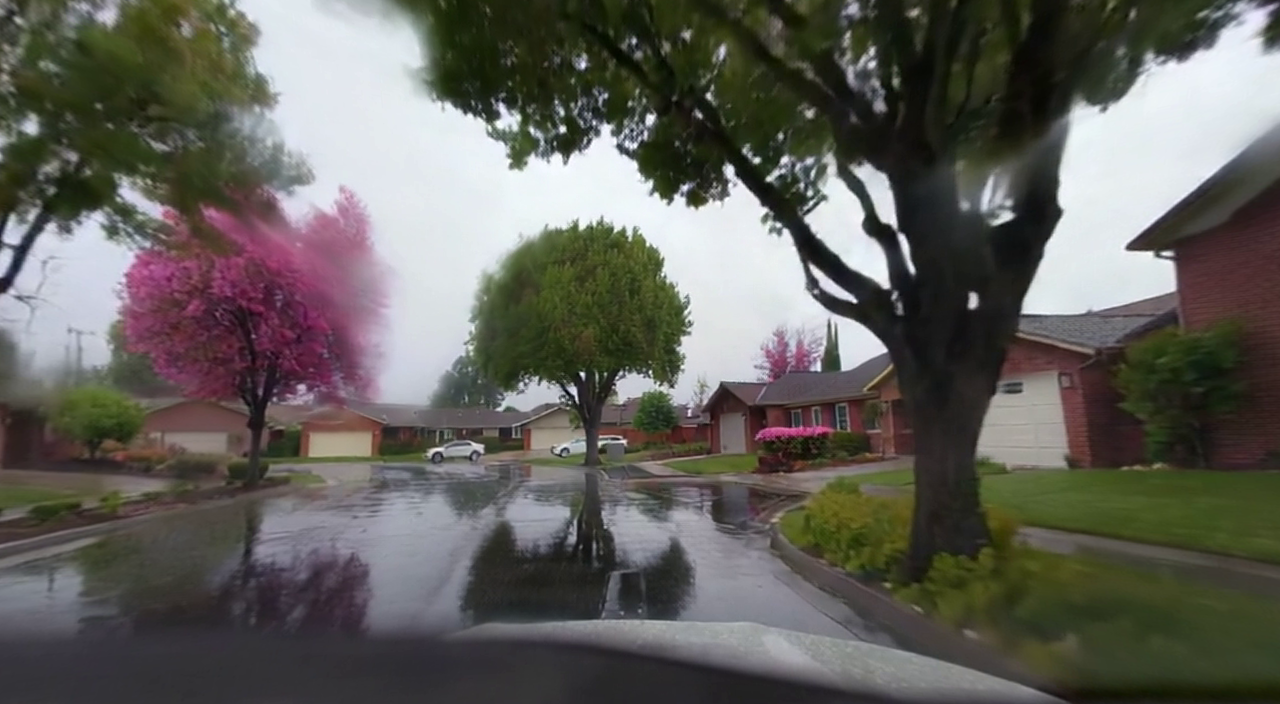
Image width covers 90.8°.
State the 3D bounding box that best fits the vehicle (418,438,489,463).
[{"bbox_3d":[-14.244,7.551,48.531,4.815,1.827,2.147,1,-9,-3],"label":"vehicle"}]

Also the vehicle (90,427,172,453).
[{"bbox_3d":[-35.883,6.228,44.570,4.237,1.728,2.203,-2,-9,14],"label":"vehicle"}]
